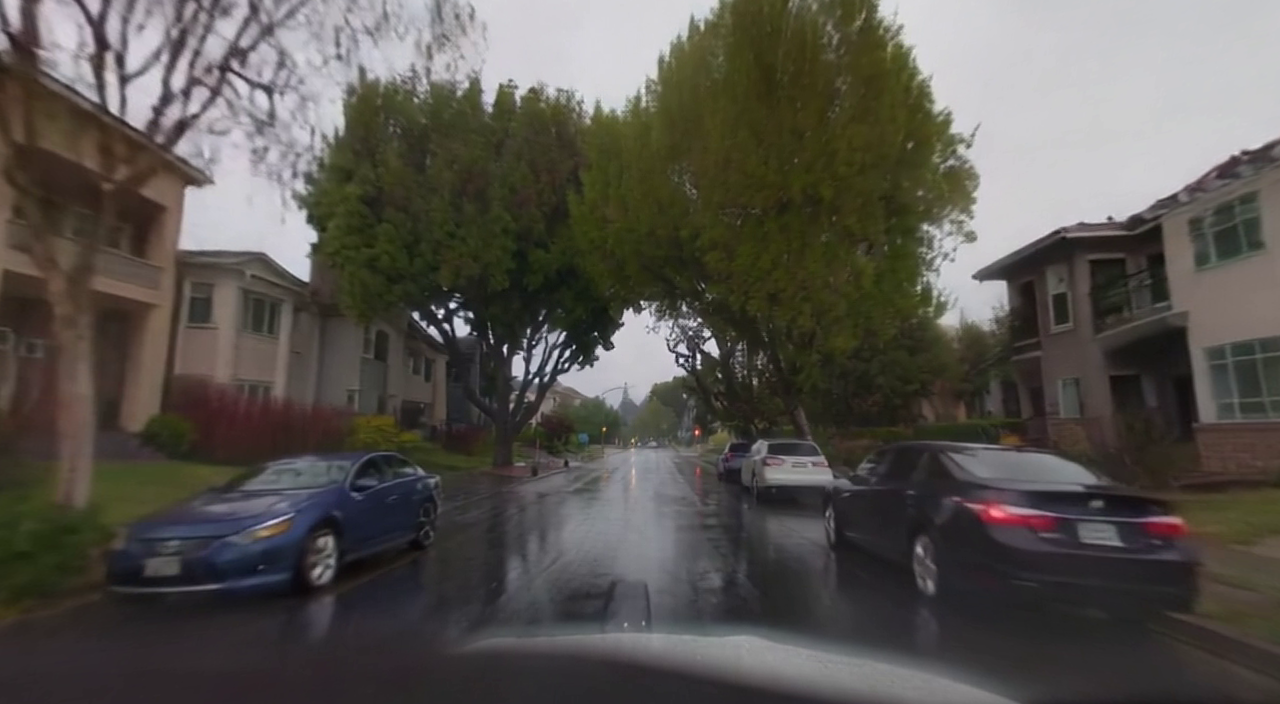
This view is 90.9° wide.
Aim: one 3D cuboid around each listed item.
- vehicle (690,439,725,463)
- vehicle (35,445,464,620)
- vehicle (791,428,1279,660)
[{"bbox_3d":[4.501,6.705,42.719,2.102,1.504,4.471,0,-8,3],"label":"vehicle"},{"bbox_3d":[-3.677,1.721,7.056,1.995,1.330,4.080,-1,-8,4],"label":"vehicle"},{"bbox_3d":[3.256,1.610,6.709,2.000,1.456,5.251,0,-8,0],"label":"vehicle"}]
